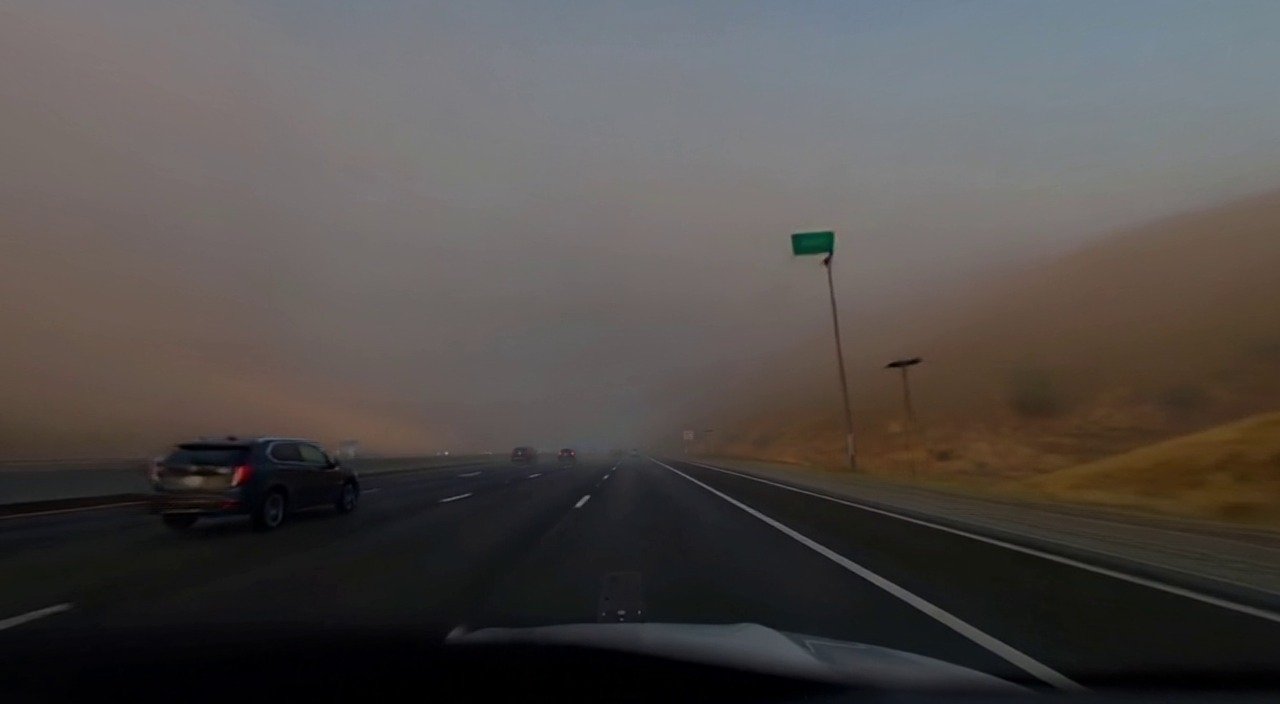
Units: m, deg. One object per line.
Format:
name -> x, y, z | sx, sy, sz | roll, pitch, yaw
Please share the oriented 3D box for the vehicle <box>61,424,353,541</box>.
vehicle -> -7.106, 2.176, 11.098 | 2.045, 1.624, 4.338 | 0, -9, 0
